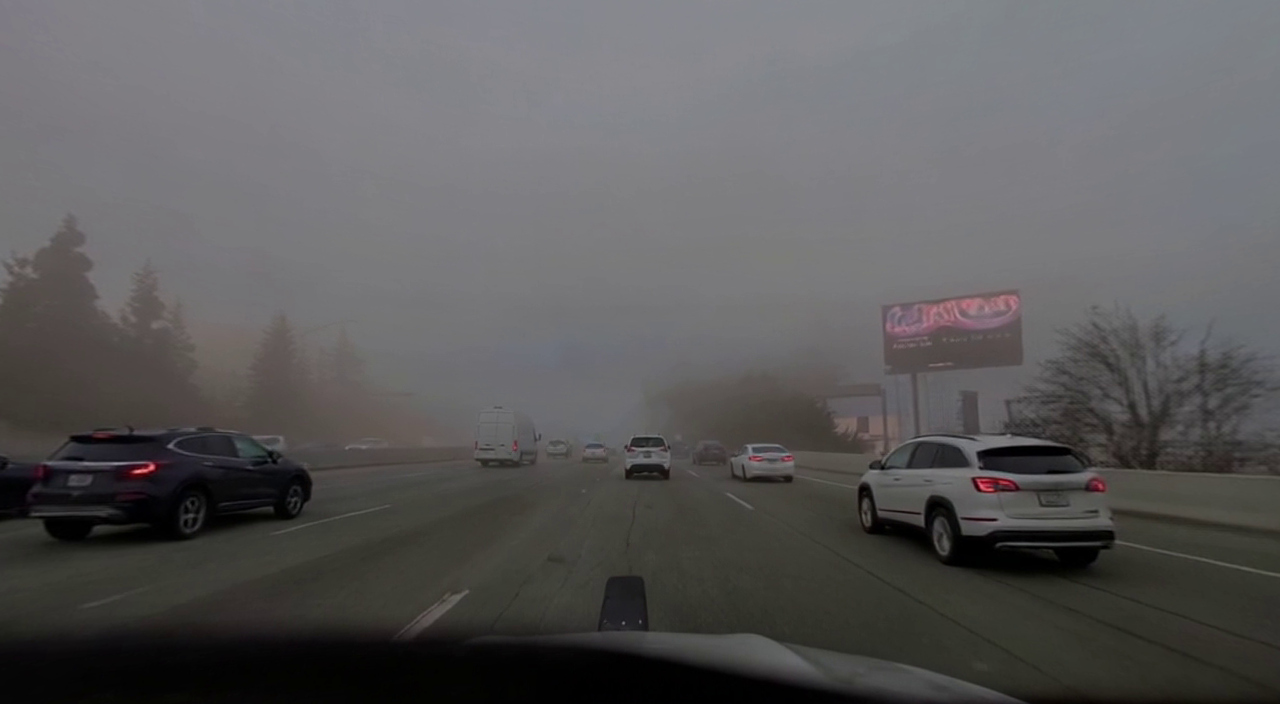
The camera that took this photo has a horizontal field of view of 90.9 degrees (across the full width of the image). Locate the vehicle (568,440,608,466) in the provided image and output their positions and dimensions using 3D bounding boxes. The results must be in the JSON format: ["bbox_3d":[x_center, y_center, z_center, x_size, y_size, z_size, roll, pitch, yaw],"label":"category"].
[{"bbox_3d":[-3.142,6.216,39.120,2.079,1.499,4.512,0,-8,1],"label":"vehicle"}]

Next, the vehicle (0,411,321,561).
[{"bbox_3d":[-6.872,1.799,9.207,2.021,1.632,4.417,0,-8,1],"label":"vehicle"}]

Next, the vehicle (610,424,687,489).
[{"bbox_3d":[0.266,3.353,20.612,2.209,1.863,4.626,0,-8,0],"label":"vehicle"}]

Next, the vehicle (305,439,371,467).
[{"bbox_3d":[-17.073,5.723,35.852,1.848,1.487,3.805,0,-8,1],"label":"vehicle"}]

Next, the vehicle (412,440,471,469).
[{"bbox_3d":[-10.872,5.622,34.821,1.923,1.480,3.905,0,-8,1],"label":"vehicle"}]

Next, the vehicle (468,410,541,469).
[{"bbox_3d":[-7.048,4.718,33.763,2.358,2.817,7.055,0,-8,0],"label":"vehicle"}]

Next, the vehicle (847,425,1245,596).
[{"bbox_3d":[4.297,1.720,7.829,1.915,1.482,4.537,0,-8,0],"label":"vehicle"}]

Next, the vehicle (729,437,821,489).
[{"bbox_3d":[4.242,3.568,20.641,1.942,1.487,4.518,0,-8,-1],"label":"vehicle"}]
